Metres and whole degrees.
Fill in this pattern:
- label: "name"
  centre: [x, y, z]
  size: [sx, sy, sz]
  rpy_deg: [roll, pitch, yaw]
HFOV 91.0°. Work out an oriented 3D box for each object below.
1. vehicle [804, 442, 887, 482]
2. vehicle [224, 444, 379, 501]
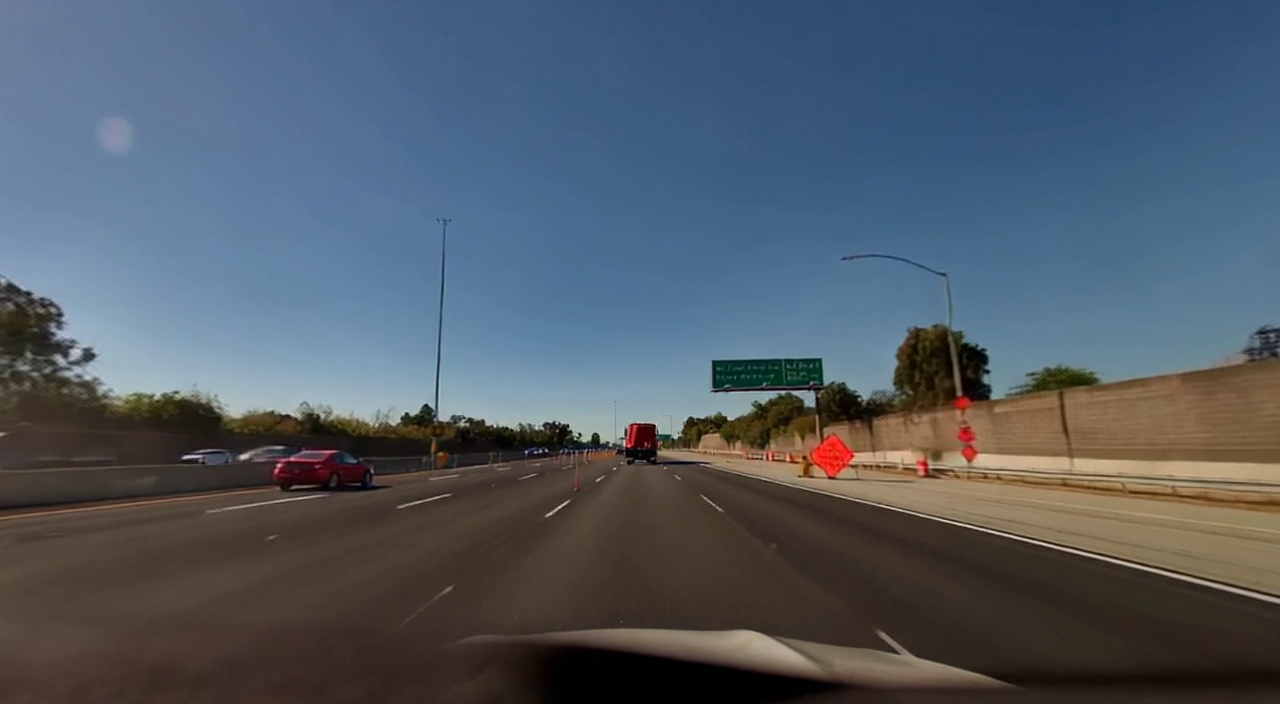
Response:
- label: "vehicle"
  centre: [9.621, 5.196, 30.030]
  size: [2.065, 1.698, 4.882]
  rpy_deg: [0, -9, -3]
- label: "vehicle"
  centre: [-10.390, 3.713, 19.913]
  size: [2.096, 1.538, 4.998]
  rpy_deg: [0, -9, 0]
